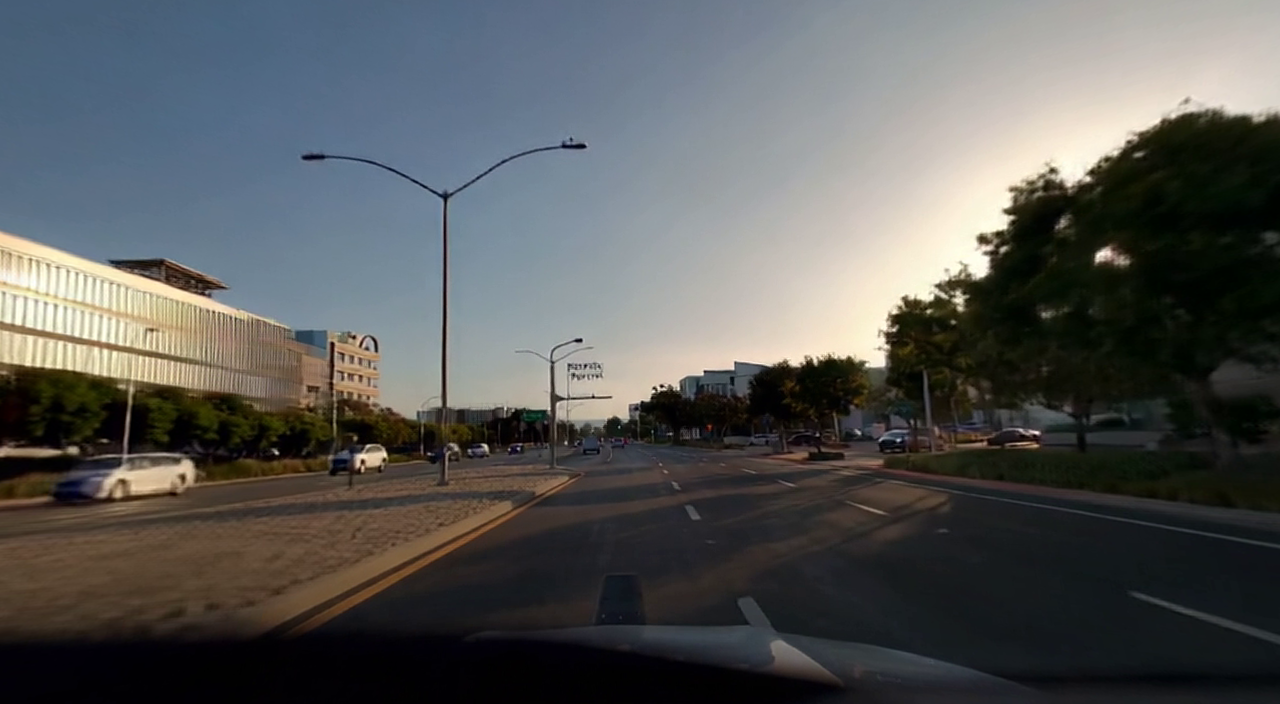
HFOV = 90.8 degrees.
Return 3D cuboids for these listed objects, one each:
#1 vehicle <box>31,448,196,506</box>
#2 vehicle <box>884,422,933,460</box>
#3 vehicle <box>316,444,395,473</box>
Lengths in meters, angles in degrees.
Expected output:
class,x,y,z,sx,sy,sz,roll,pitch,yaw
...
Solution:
class,x,y,z,sx,sy,sz,roll,pitch,yaw
vehicle,-18.514,4.358,22.578,1.980,1.732,4.498,-3,-8,1
vehicle,16.986,5.672,40.091,1.686,2.284,3.164,0,-9,1
vehicle,-18.495,6.956,41.493,2.575,1.738,5.473,0,-8,1
